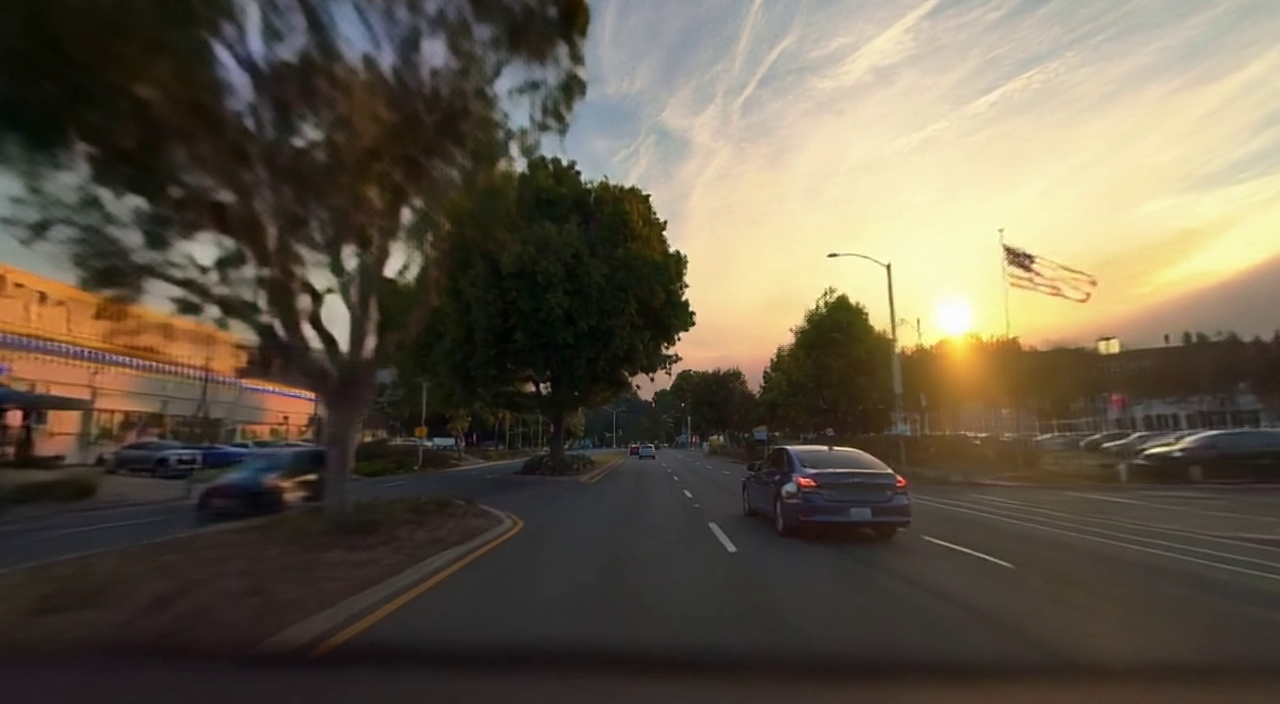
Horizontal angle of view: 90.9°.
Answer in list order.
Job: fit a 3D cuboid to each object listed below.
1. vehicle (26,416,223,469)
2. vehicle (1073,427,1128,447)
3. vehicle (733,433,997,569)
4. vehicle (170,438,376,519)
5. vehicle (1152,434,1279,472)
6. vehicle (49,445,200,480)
[{"bbox_3d":[-35.121,6.197,43.251,10.503,3.405,3.038,0,-9,-2],"label":"vehicle"},{"bbox_3d":[35.544,6.617,48.768,1.793,1.488,4.488,-2,-9,14],"label":"vehicle"},{"bbox_3d":[2.846,2.009,9.372,2.091,1.472,4.697,0,-9,-1],"label":"vehicle"},{"bbox_3d":[-7.846,2.715,14.091,1.904,1.501,4.313,0,-9,2],"label":"vehicle"},{"bbox_3d":[23.451,4.080,25.555,1.847,1.411,4.481,-1,-9,4],"label":"vehicle"},{"bbox_3d":[-23.213,4.983,28.535,4.980,1.521,2.089,0,-9,0],"label":"vehicle"}]
